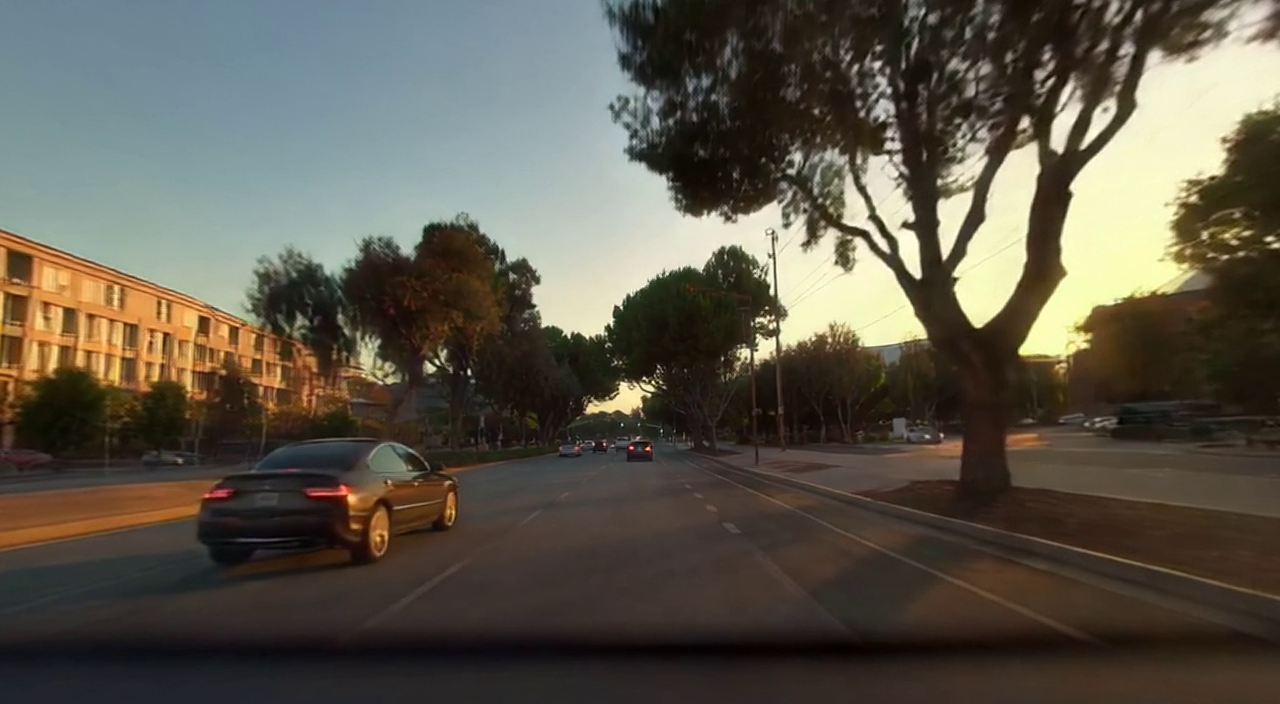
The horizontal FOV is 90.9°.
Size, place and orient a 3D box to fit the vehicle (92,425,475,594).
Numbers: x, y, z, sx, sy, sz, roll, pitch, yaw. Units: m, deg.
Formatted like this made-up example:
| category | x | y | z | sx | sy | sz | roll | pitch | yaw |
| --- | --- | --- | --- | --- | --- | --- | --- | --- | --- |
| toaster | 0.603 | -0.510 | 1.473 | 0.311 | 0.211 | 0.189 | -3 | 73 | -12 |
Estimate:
| category | x | y | z | sx | sy | sz | roll | pitch | yaw |
| --- | --- | --- | --- | --- | --- | --- | --- | --- | --- |
| vehicle | -3.785 | 1.744 | 8.036 | 1.942 | 1.462 | 4.905 | 0 | -8 | 1 |

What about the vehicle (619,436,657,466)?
| category | x | y | z | sx | sy | sz | roll | pitch | yaw |
| --- | --- | --- | --- | --- | --- | --- | --- | --- | --- |
| vehicle | -0.117 | 5.949 | 38.050 | 2.199 | 1.652 | 4.101 | 0 | -8 | 0 |
